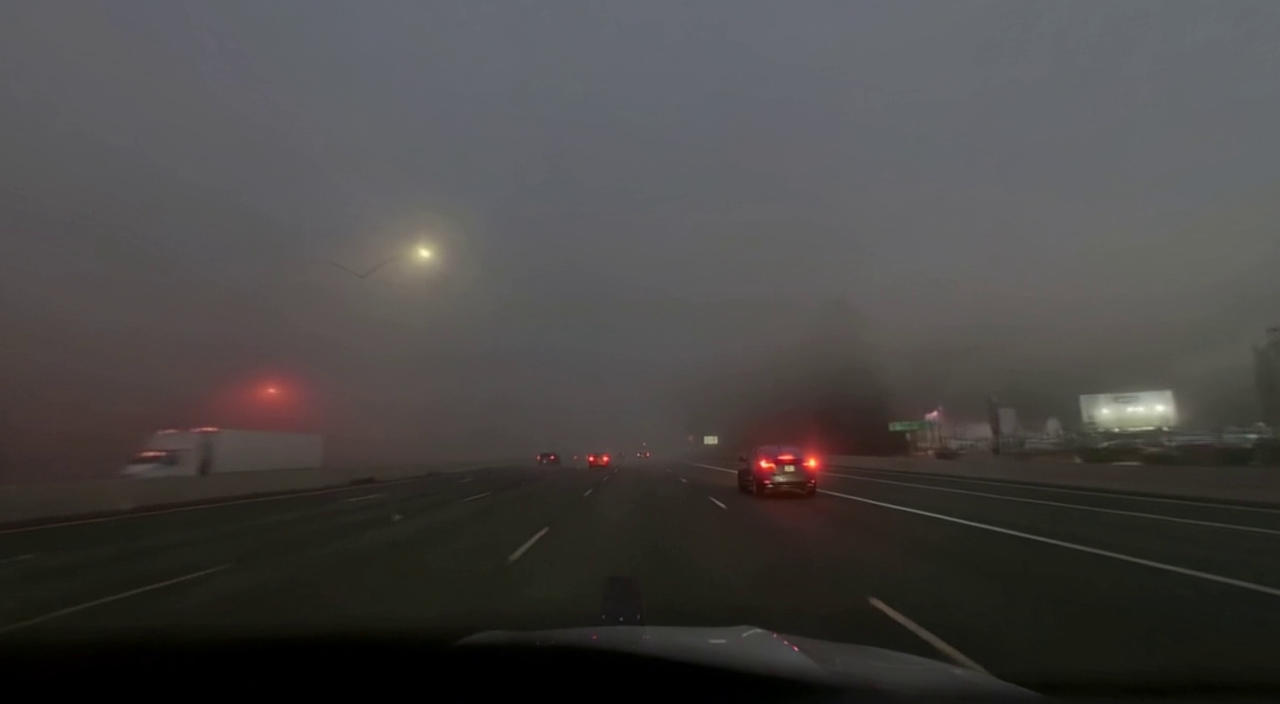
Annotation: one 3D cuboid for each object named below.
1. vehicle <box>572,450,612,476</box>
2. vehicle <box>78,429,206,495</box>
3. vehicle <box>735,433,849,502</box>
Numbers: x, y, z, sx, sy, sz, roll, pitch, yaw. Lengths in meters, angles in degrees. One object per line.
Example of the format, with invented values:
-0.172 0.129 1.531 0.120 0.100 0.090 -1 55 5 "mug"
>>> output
-2.896 6.847 39.068 2.139 1.510 4.506 0 -9 0 "vehicle"
-31.683 7.005 40.494 3.021 3.822 6.050 -1 -9 1 "vehicle"
4.277 3.352 18.653 2.109 1.764 4.704 0 -9 -1 "vehicle"
